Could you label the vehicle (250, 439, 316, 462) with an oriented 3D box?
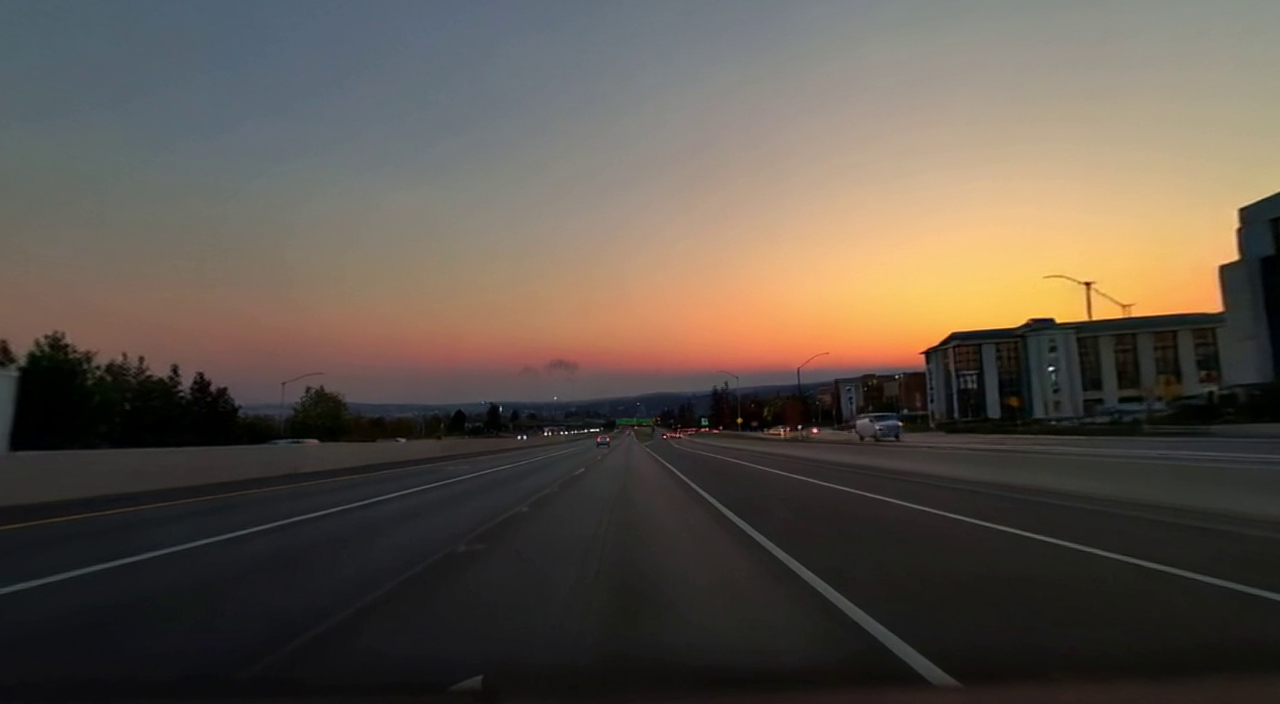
[{"bbox_3d":[-24.699,6.819,43.674,1.887,1.503,4.549,0,-8,0],"label":"vehicle"}]
